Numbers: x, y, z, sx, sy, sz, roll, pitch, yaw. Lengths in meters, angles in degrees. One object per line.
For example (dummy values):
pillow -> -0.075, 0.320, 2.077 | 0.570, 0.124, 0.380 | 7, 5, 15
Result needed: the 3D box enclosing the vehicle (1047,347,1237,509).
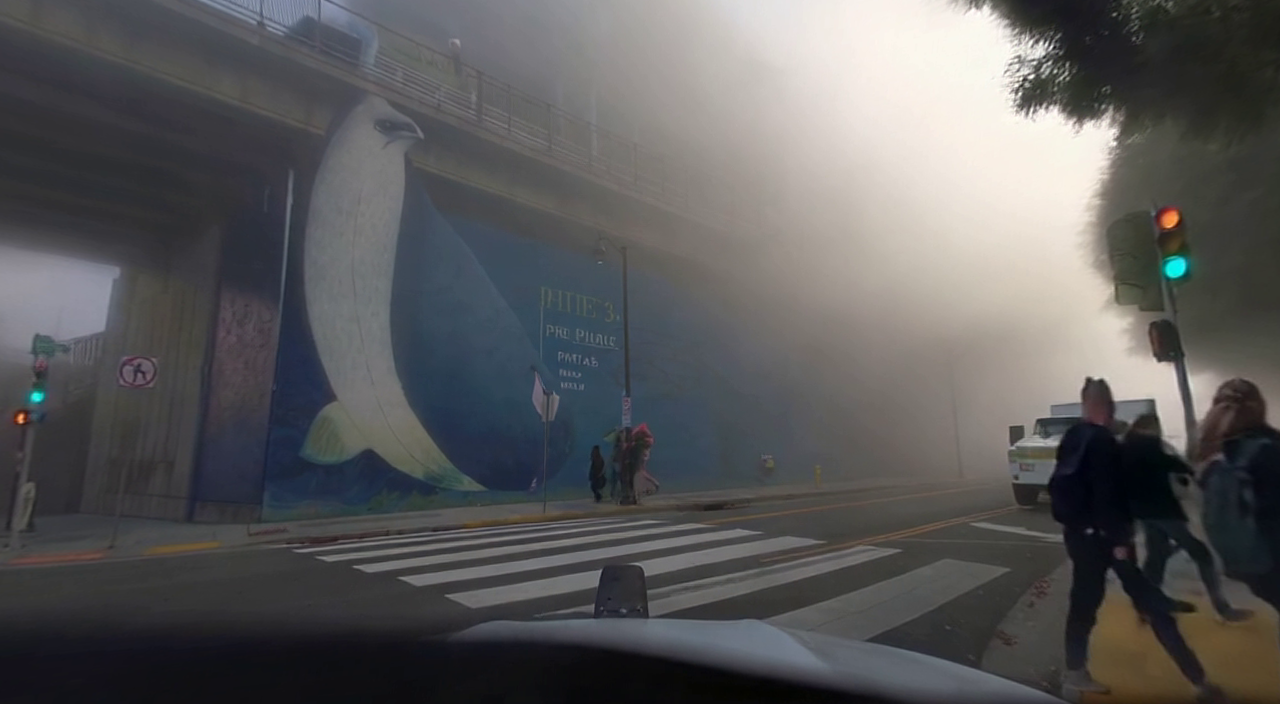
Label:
vehicle -> 15.799, 2.419, 19.399 | 9.347, 3.893, 2.849 | 7, -11, -42
